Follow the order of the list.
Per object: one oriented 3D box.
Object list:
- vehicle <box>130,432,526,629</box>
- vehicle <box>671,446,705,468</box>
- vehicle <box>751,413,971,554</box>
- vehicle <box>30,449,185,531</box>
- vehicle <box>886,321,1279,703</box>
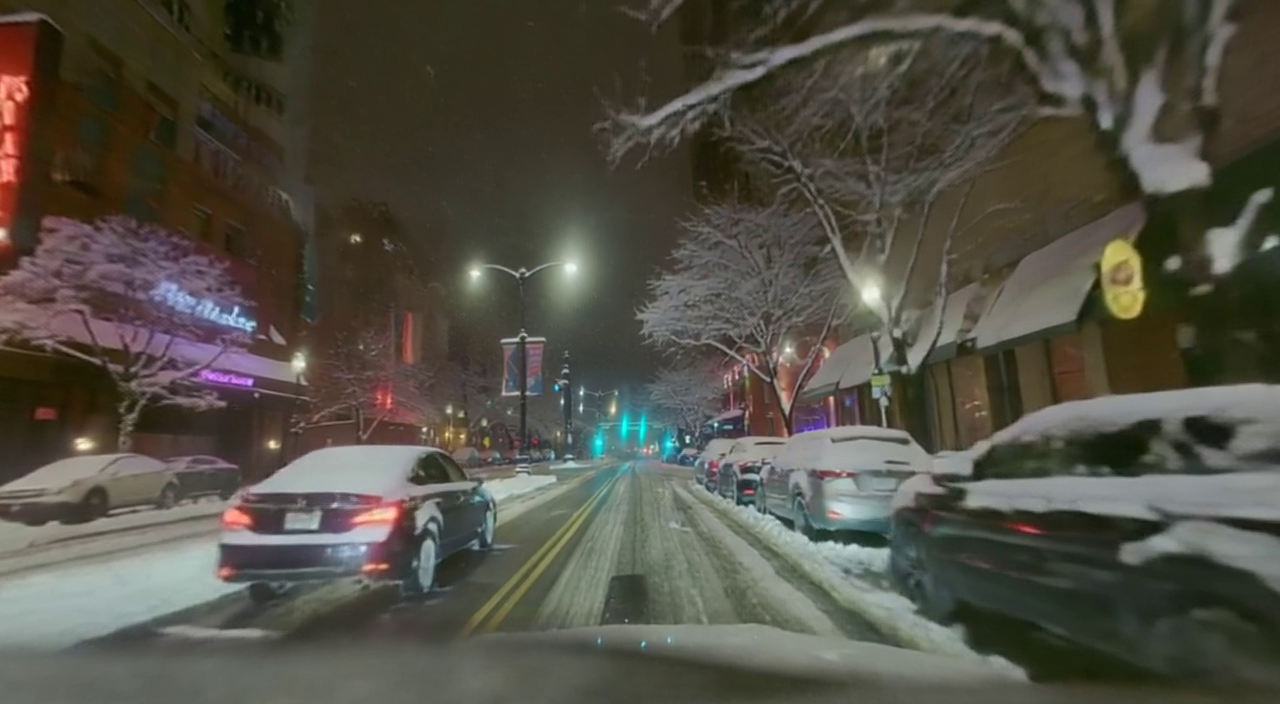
[{"bbox_3d":[-2.730,1.654,6.936,2.030,1.436,4.388,0,-8,1],"label":"vehicle"},{"bbox_3d":[3.399,7.515,45.328,1.950,1.462,4.807,0,-8,-1],"label":"vehicle"},{"bbox_3d":[3.239,2.024,10.460,2.086,1.792,4.608,0,-8,2],"label":"vehicle"},{"bbox_3d":[-12.207,2.979,14.328,4.810,1.497,2.066,-8,-12,44],"label":"vehicle"},{"bbox_3d":[3.299,0.984,3.361,2.158,1.818,4.428,0,-8,0],"label":"vehicle"}]
